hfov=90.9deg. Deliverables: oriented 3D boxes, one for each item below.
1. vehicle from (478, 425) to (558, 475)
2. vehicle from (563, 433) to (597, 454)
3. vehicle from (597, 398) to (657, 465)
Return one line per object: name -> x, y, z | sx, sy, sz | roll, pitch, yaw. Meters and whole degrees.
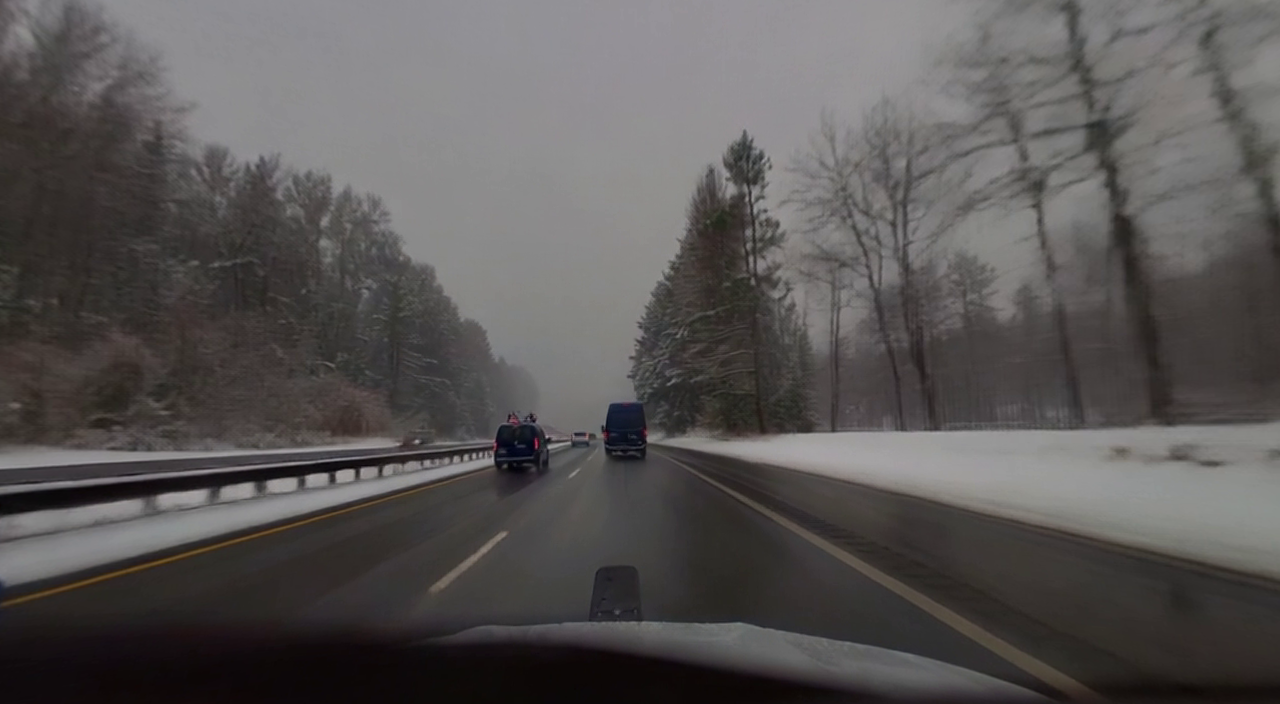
vehicle -> -4.393, 3.597, 23.421 | 2.110, 1.636, 4.453 | 0, -8, -1
vehicle -> -4.377, 6.768, 46.859 | 2.251, 1.459, 4.236 | 0, -8, -2
vehicle -> -0.726, 3.922, 30.938 | 2.647, 2.896, 6.480 | 0, -8, -3
